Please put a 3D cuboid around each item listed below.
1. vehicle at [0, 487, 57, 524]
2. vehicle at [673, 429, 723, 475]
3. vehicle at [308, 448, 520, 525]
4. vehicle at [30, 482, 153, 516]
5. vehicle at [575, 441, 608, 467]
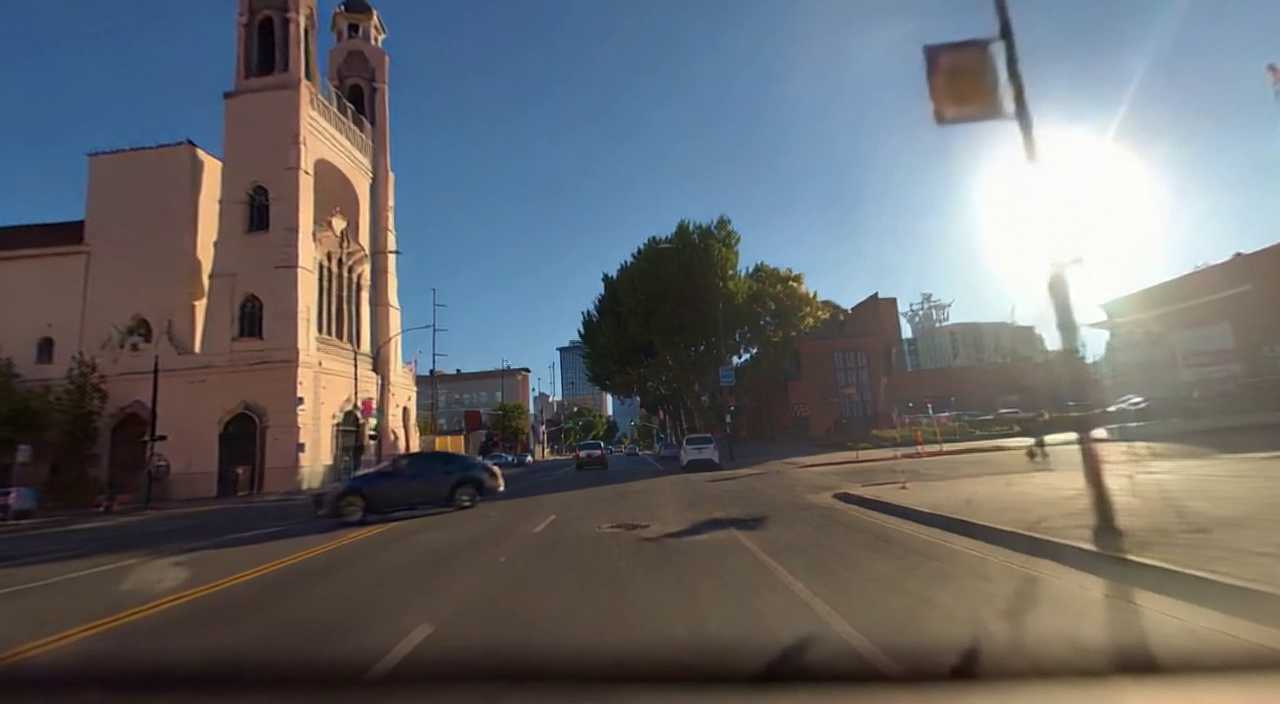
[{"bbox_3d":[-33.455,8.092,33.404,3.529,1.661,1.695,-1,-5,0],"label":"vehicle"},{"bbox_3d":[2.732,4.890,30.955,2.074,2.041,5.045,0,-8,1],"label":"vehicle"},{"bbox_3d":[-5.069,3.024,14.951,1.881,1.476,4.620,-5,-10,27],"label":"vehicle"},{"bbox_3d":[-28.943,7.754,33.450,4.439,1.661,2.071,0,-11,-1],"label":"vehicle"},{"bbox_3d":[-3.744,7.957,49.589,2.293,1.936,4.737,0,-8,-1],"label":"vehicle"}]
